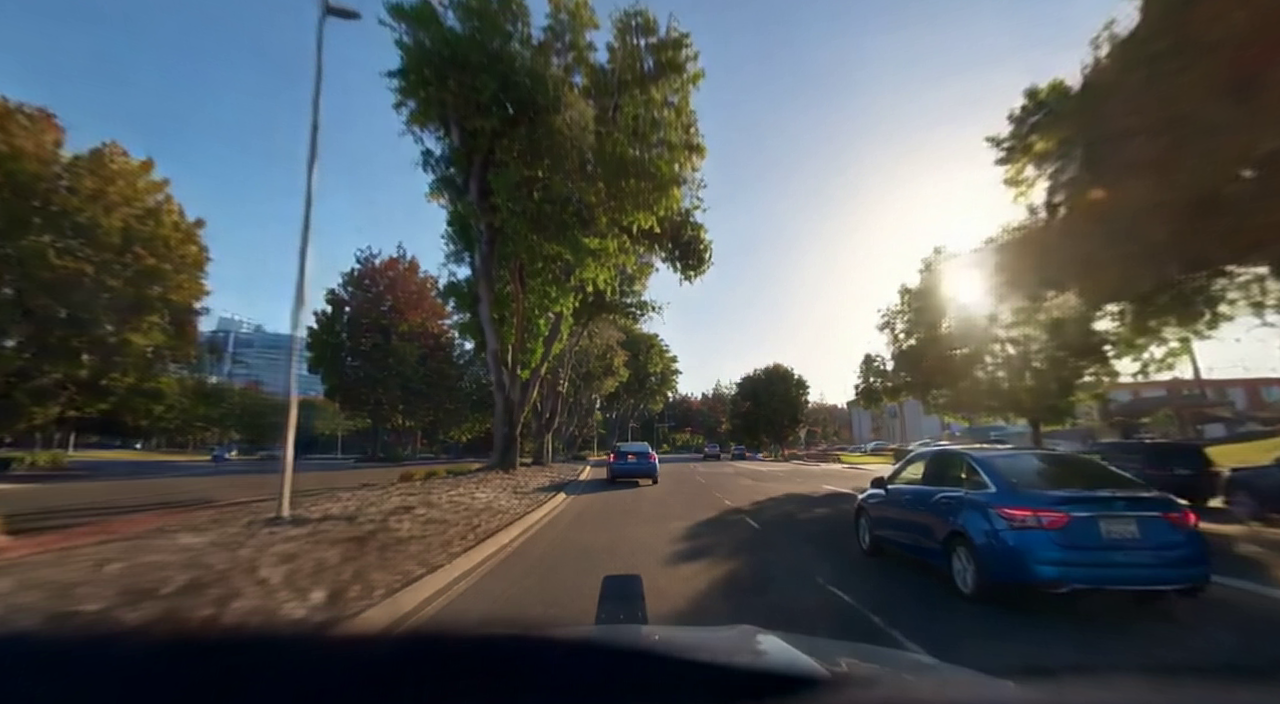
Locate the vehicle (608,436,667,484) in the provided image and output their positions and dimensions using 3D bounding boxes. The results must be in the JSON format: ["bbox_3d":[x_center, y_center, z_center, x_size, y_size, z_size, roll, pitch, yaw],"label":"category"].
[{"bbox_3d":[-0.179,4.137,24.542,2.085,1.693,4.301,0,-8,-2],"label":"vehicle"}]

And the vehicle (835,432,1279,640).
[{"bbox_3d":[3.750,1.605,6.639,1.918,1.418,4.360,0,-8,-1],"label":"vehicle"}]
